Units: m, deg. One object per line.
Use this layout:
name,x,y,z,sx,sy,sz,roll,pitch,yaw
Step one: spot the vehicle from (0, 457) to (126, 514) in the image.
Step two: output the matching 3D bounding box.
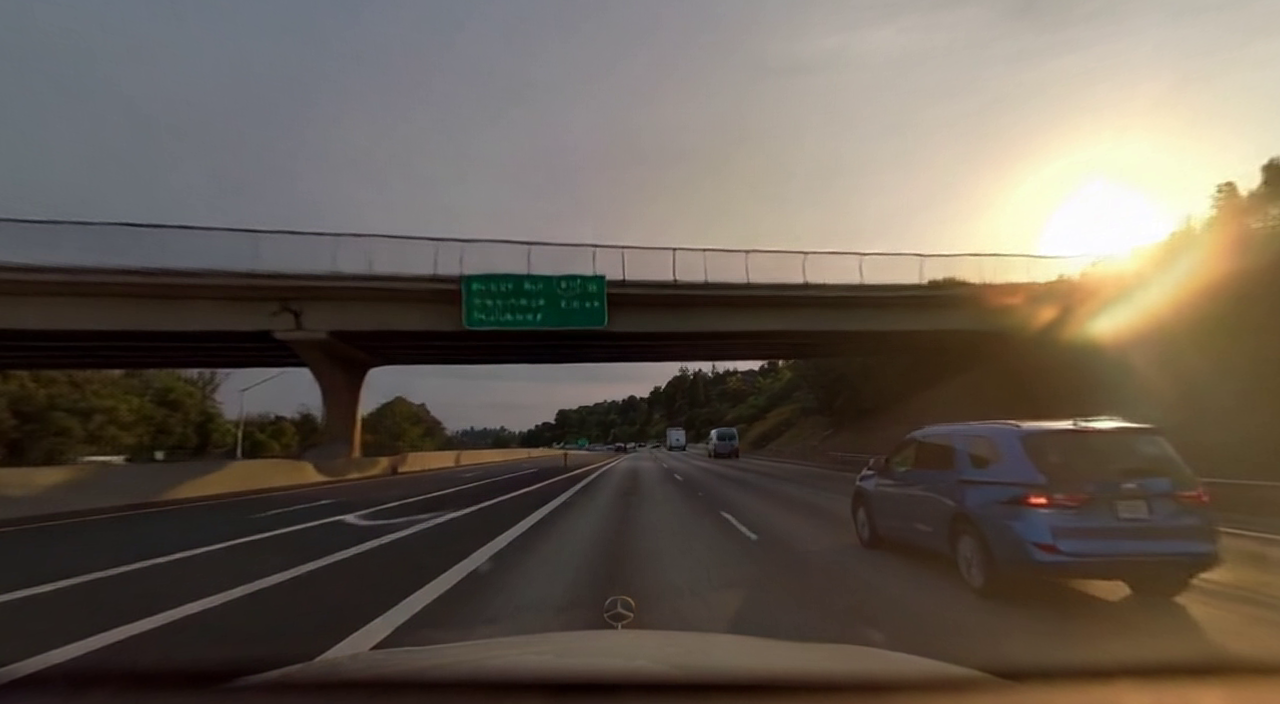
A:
vehicle,-43.859,9.608,46.304,2.907,3.595,10.577,0,-8,1

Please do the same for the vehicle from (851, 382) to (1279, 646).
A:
vehicle,4.002,1.366,6.346,2.148,1.691,4.443,0,-9,-1
